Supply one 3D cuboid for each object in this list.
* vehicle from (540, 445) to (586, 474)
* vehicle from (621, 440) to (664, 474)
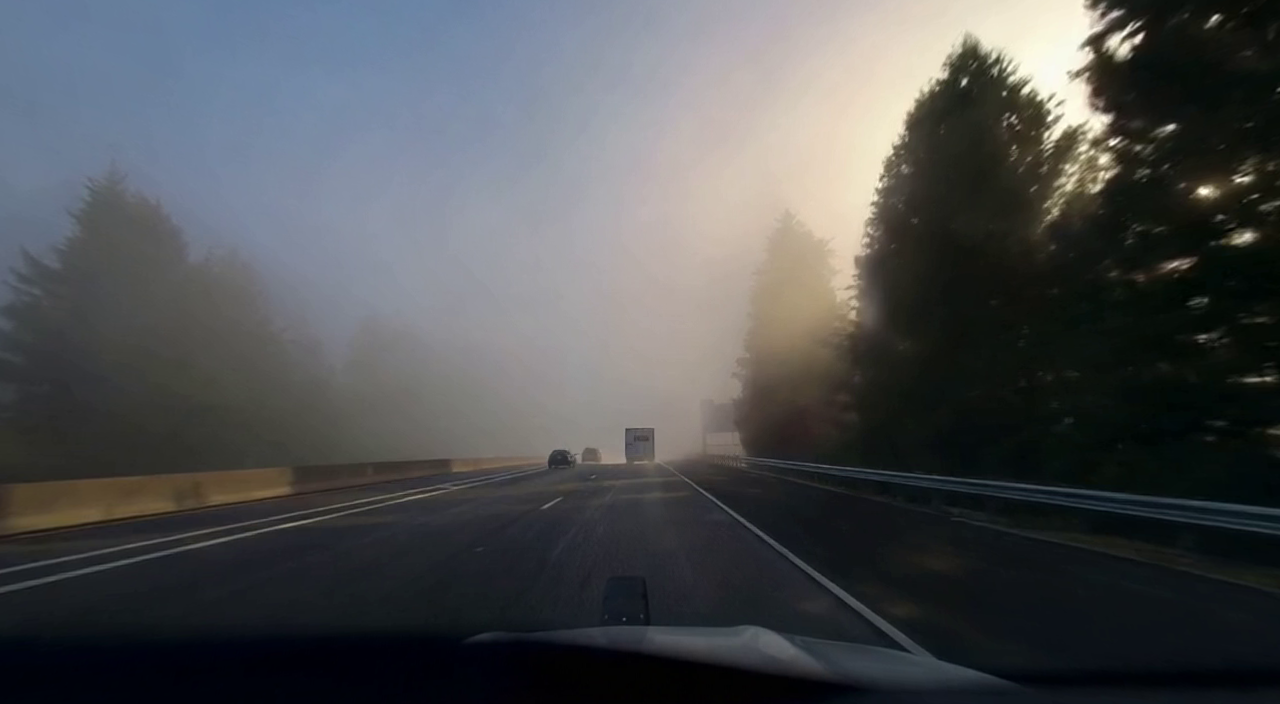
[{"bbox_3d":[-4.186,5.959,35.062,2.031,1.482,4.248,0,-9,0],"label":"vehicle"},{"bbox_3d":[0.131,5.646,33.993,2.172,1.687,3.929,0,-9,0],"label":"vehicle"}]
